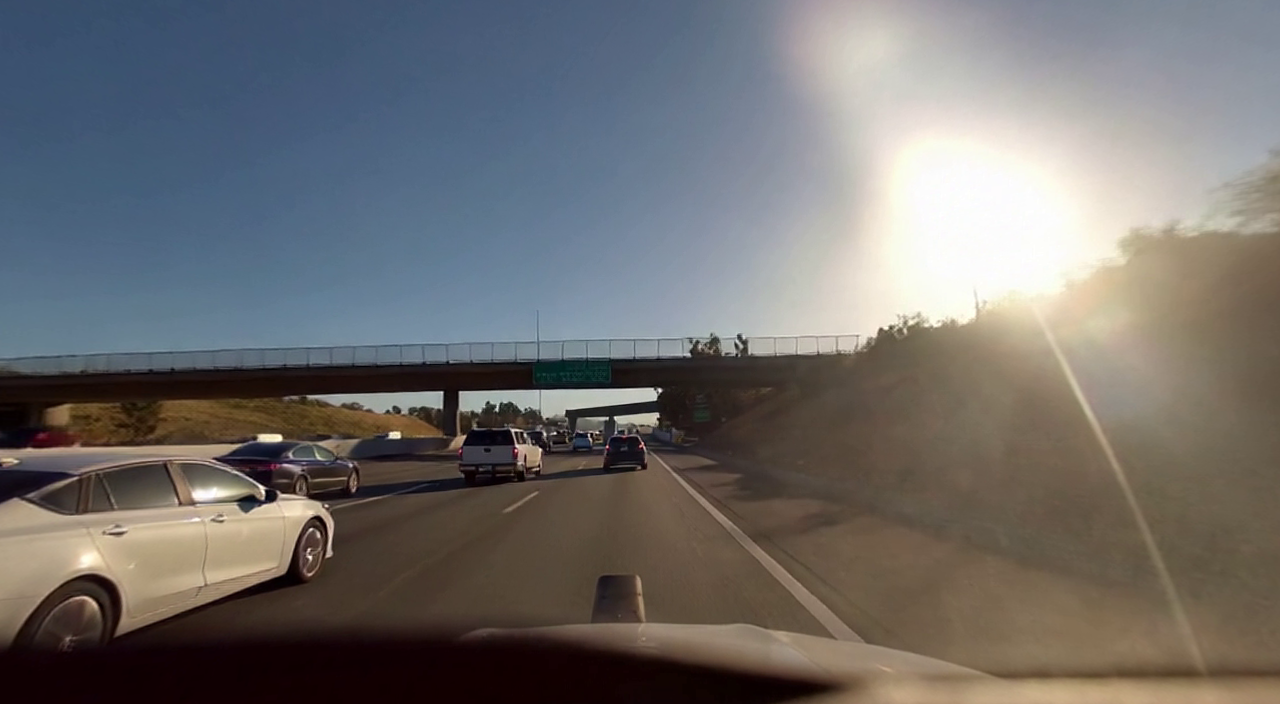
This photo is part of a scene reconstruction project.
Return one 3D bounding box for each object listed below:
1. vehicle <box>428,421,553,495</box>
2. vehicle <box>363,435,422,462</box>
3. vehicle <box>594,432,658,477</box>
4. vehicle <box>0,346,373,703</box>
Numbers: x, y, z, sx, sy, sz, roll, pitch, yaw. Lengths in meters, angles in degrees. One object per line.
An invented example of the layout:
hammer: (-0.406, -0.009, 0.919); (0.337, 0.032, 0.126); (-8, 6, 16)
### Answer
vehicle: (-3.786, 2.755, 16.876); (2.154, 1.690, 4.595); (0, -8, 1)
vehicle: (-15.480, 6.034, 39.500); (2.049, 1.578, 3.937); (0, -8, 0)
vehicle: (-0.464, 3.627, 22.514); (2.070, 1.452, 3.834); (0, -8, 0)
vehicle: (-3.883, 1.057, 4.417); (2.107, 1.703, 4.274); (0, -8, 0)
